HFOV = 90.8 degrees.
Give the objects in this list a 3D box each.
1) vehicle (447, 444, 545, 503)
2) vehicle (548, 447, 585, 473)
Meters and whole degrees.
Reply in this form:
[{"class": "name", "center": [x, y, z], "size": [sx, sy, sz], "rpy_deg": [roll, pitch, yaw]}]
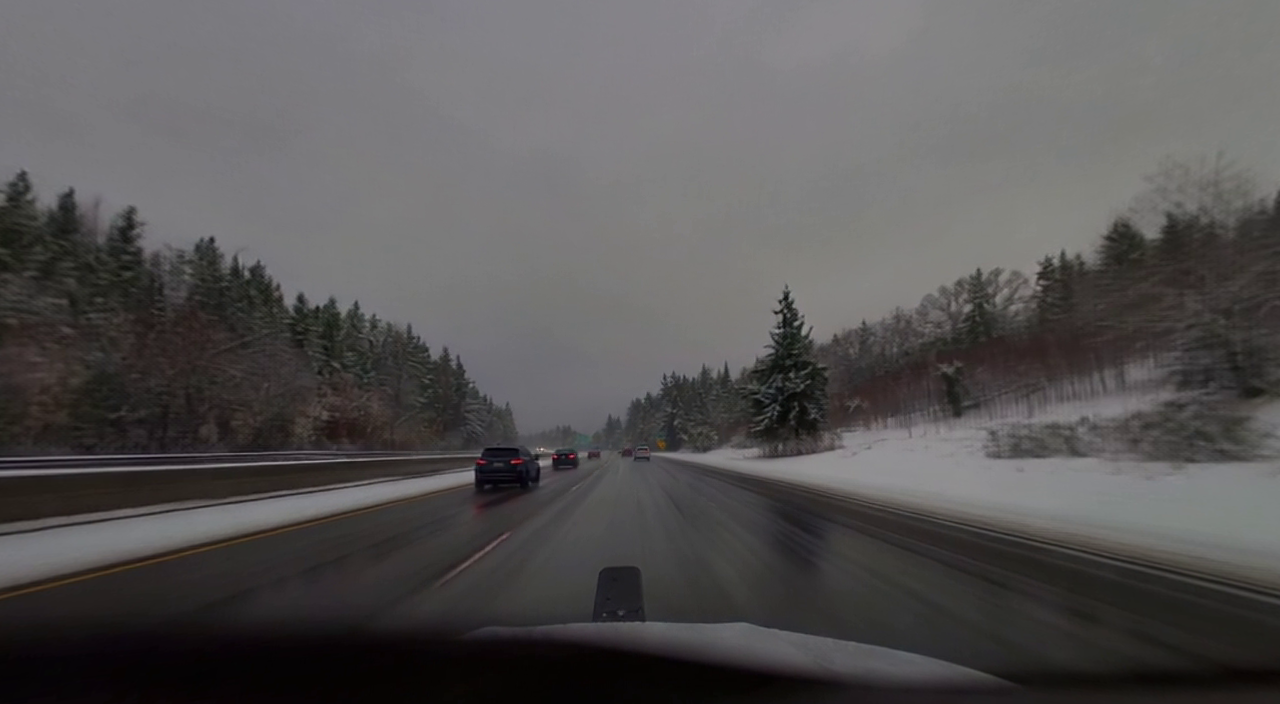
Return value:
[{"class": "vehicle", "center": [-3.991, 3.408, 18.154], "size": [1.897, 1.481, 3.859], "rpy_deg": [0, -9, 0]}, {"class": "vehicle", "center": [-4.630, 6.812, 40.069], "size": [1.838, 1.508, 4.317], "rpy_deg": [0, -9, 0]}]
